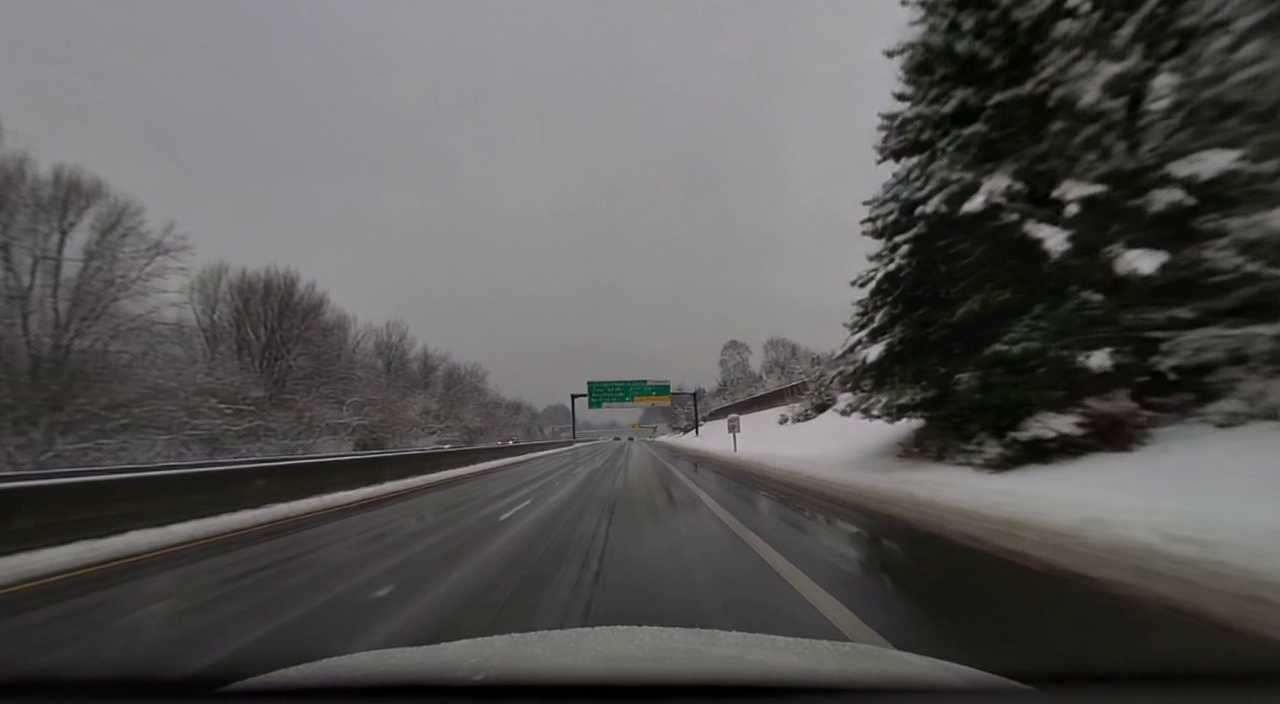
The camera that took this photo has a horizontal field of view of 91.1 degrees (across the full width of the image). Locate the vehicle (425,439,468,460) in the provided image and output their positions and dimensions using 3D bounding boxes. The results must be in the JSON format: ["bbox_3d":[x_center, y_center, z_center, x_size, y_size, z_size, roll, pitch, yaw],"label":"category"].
[{"bbox_3d":[-14.899,7.510,48.612,1.884,1.540,4.588,0,-8,0],"label":"vehicle"}]
